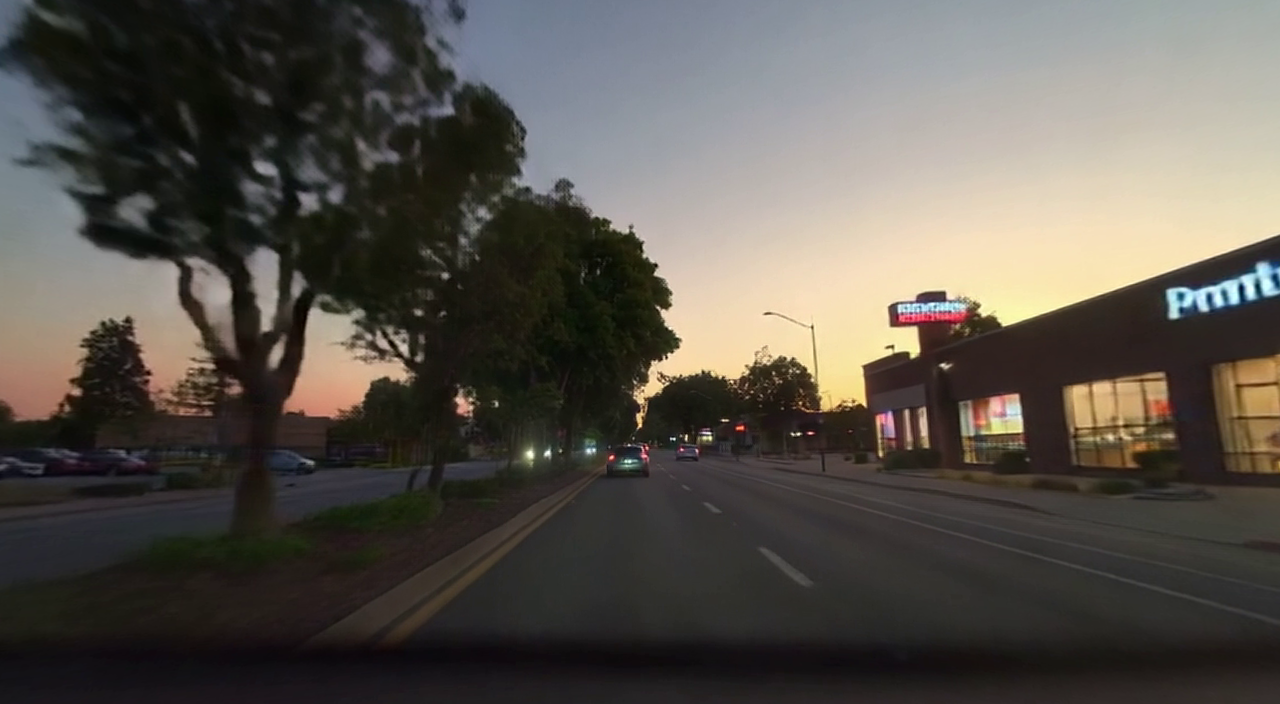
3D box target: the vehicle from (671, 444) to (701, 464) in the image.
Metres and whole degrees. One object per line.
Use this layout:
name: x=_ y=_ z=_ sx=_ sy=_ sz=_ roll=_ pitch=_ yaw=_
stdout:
vehicle: x=3.566 y=7.993 z=49.684 sx=1.910 sy=1.474 sz=4.003 roll=0 pitch=-9 yaw=-1

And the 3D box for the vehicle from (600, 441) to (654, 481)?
vehicle: x=-0.497 y=4.379 z=25.592 sx=2.006 sy=1.487 sz=3.535 roll=0 pitch=-9 yaw=0

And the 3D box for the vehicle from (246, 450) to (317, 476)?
vehicle: x=-23.503 y=7.276 z=41.500 sx=3.650 sy=1.487 sz=1.757 roll=-1 pitch=-8 yaw=-1
